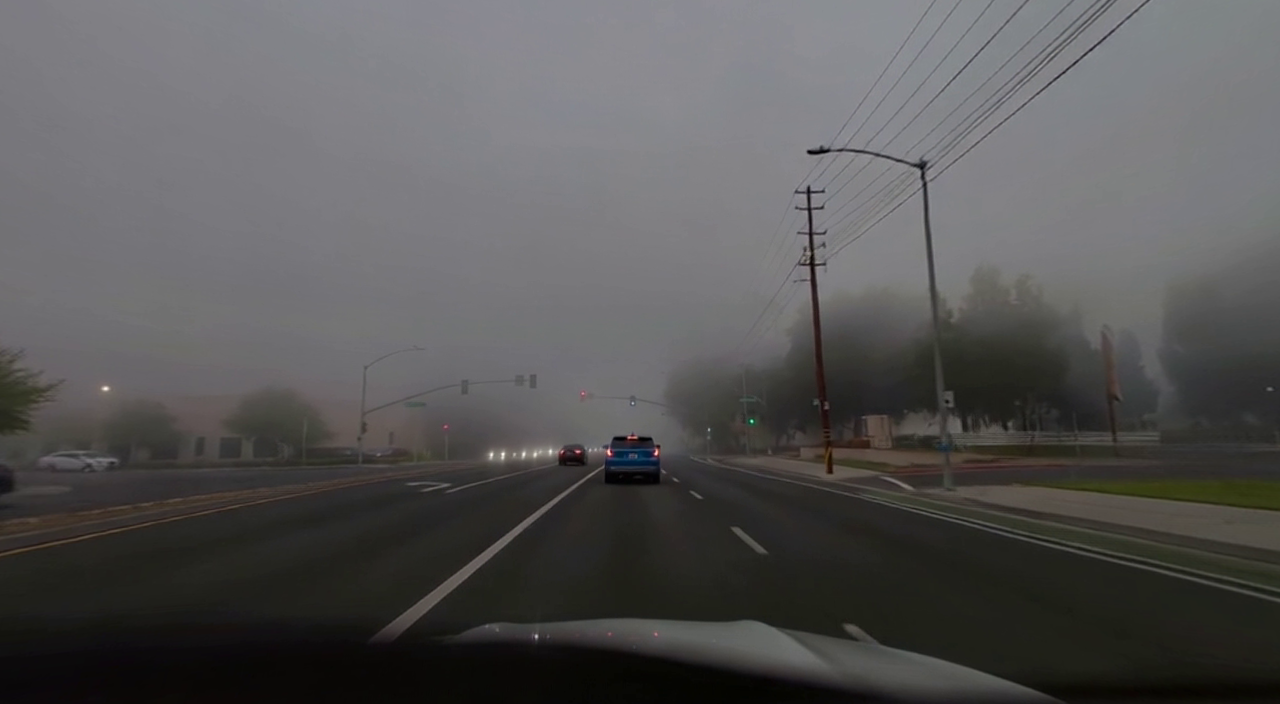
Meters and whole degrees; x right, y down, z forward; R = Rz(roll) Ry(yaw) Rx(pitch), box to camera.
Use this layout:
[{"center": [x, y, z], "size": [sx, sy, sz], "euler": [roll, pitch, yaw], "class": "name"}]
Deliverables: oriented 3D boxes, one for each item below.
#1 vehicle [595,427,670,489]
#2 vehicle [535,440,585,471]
[{"center": [-0.278, 3.396, 20.564], "size": [2.188, 1.782, 3.982], "euler": [0, -8, -1], "class": "vehicle"}, {"center": [-4.115, 5.410, 33.187], "size": [2.075, 1.474, 4.367], "euler": [0, -8, -1], "class": "vehicle"}]
